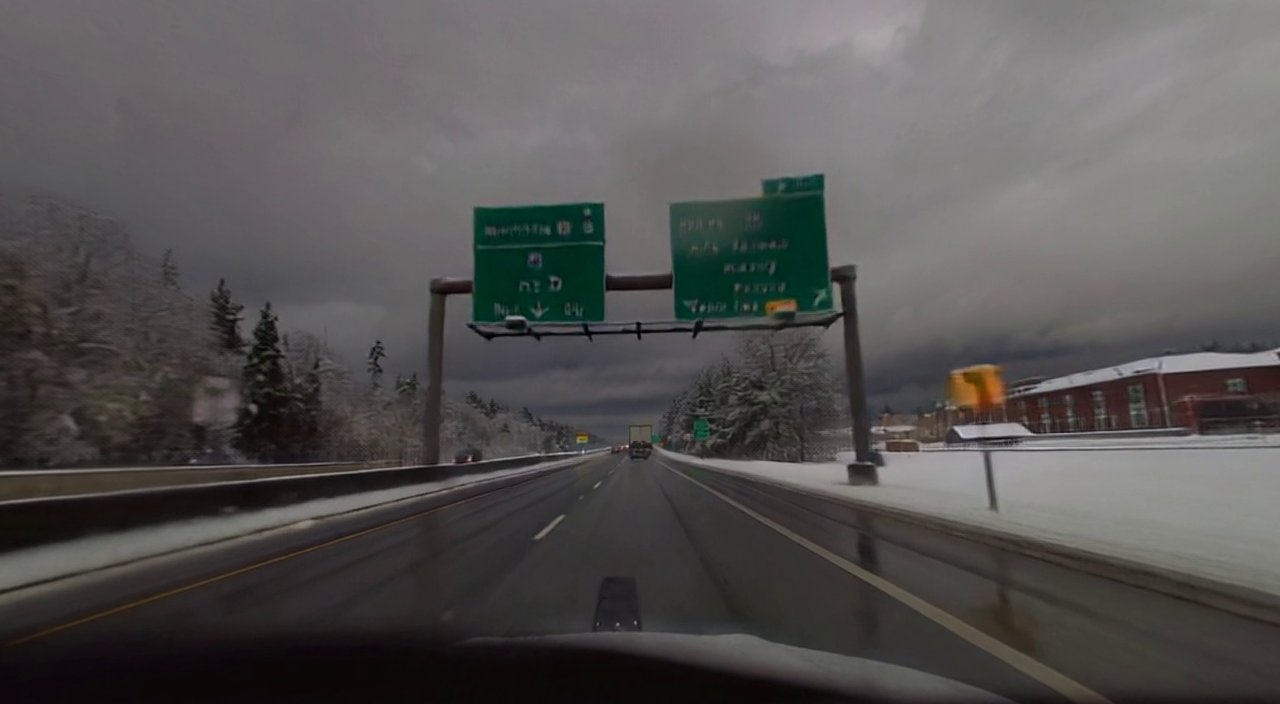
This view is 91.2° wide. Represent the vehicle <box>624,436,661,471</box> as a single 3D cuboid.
[{"bbox_3d":[0.195,6.615,40.899,2.268,2.122,4.595,-1,-9,1],"label":"vehicle"}]
